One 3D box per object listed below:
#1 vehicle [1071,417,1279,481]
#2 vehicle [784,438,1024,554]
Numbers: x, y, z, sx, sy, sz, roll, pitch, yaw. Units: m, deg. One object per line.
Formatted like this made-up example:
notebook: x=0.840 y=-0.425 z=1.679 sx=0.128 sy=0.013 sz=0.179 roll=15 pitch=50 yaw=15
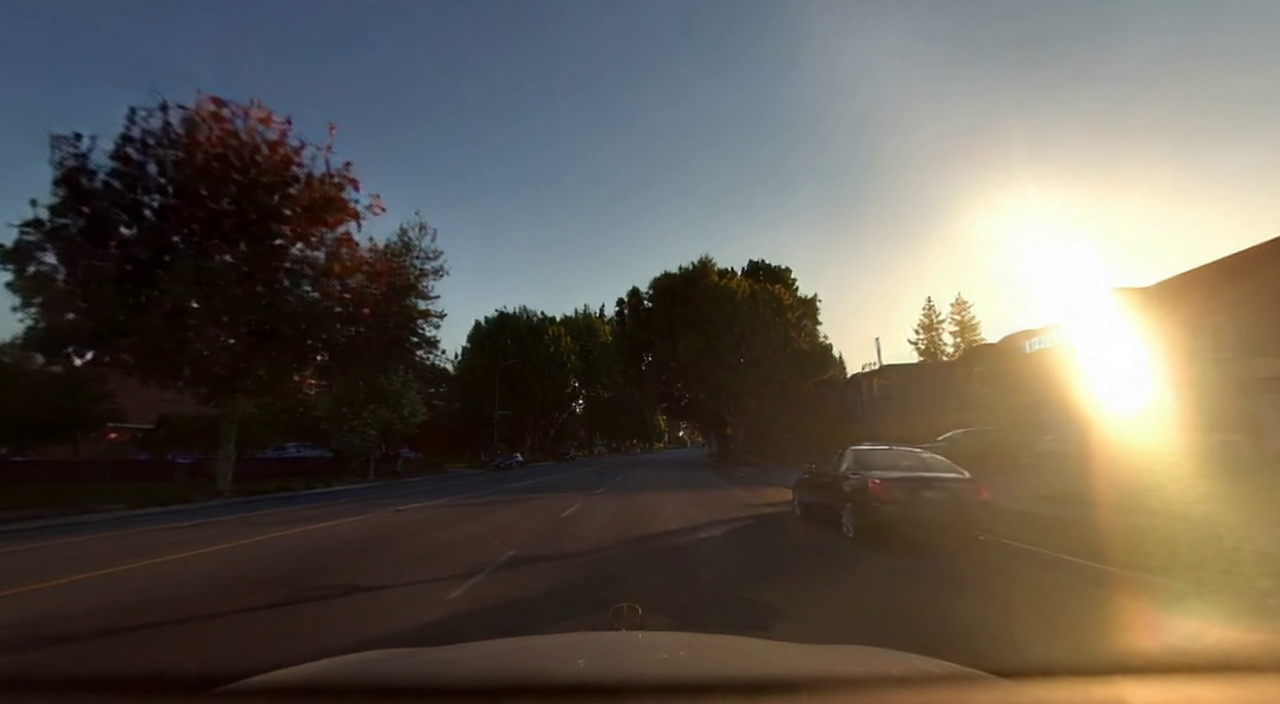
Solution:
vehicle: x=15.605 y=2.842 z=18.556 sx=4.290 sy=1.717 sz=2.013 roll=-1 pitch=-8 yaw=7
vehicle: x=4.009 y=2.248 z=10.738 sx=2.080 sy=1.503 sz=4.821 roll=0 pitch=-8 yaw=1
